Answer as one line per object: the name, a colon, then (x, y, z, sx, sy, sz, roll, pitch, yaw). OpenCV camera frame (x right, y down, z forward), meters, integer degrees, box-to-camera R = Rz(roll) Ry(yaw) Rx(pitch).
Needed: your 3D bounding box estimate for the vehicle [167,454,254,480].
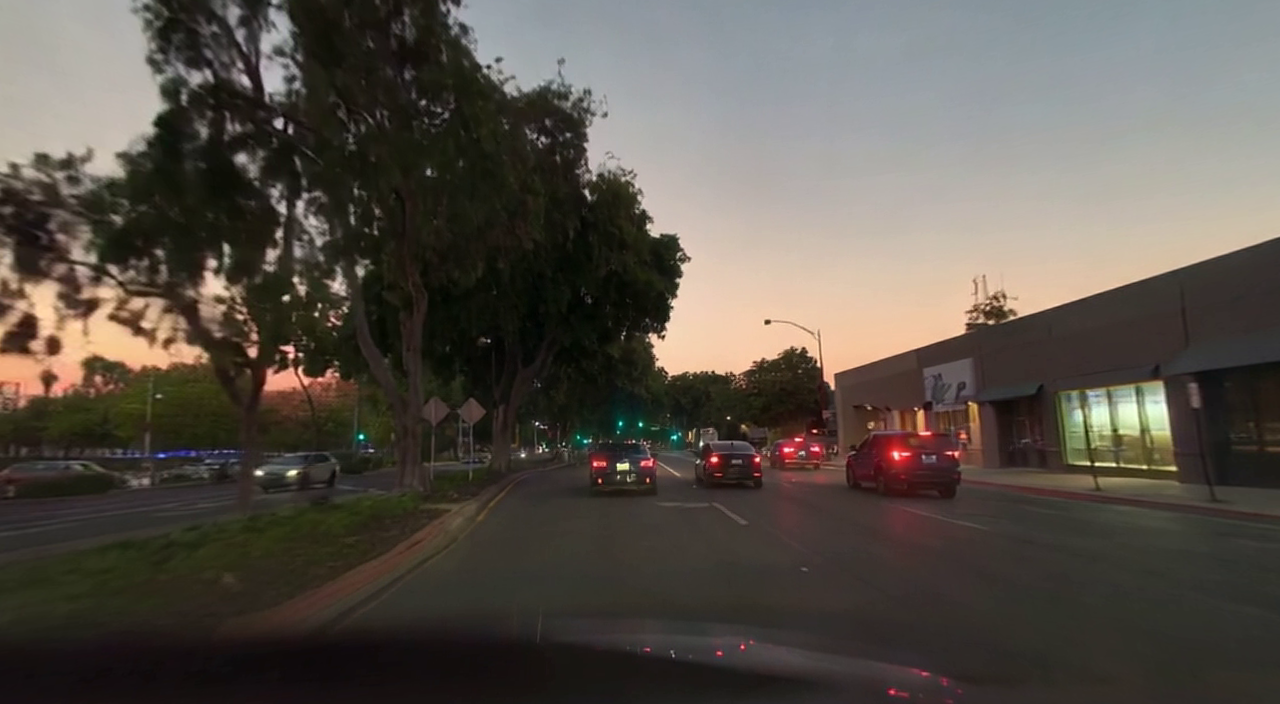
vehicle: (-28.537, 7.607, 42.034, 4.398, 1.630, 1.878, 0, -8, 1)

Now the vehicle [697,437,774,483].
vehicle: (3.323, 3.874, 22.913, 1.993, 1.477, 4.240, 0, -8, -2)

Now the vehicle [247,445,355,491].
vehicle: (-12.563, 4.274, 23.704, 1.934, 1.491, 3.684, -1, -8, 1)

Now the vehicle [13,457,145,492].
vehicle: (-27.763, 6.055, 31.375, 4.640, 1.640, 2.026, -1, -8, 1)

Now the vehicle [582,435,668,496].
vehicle: (-0.503, 3.102, 17.665, 2.101, 1.444, 4.248, 0, -8, -4)

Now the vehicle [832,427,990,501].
vehicle: (7.044, 2.960, 17.124, 2.052, 1.708, 4.842, 0, -8, -1)

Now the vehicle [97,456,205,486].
vehicle: (-28.371, 6.904, 36.767, 4.576, 1.606, 2.063, 0, -8, 1)

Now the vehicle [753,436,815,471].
vehicle: (7.283, 5.177, 32.427, 2.025, 1.666, 4.448, 0, -8, -1)
